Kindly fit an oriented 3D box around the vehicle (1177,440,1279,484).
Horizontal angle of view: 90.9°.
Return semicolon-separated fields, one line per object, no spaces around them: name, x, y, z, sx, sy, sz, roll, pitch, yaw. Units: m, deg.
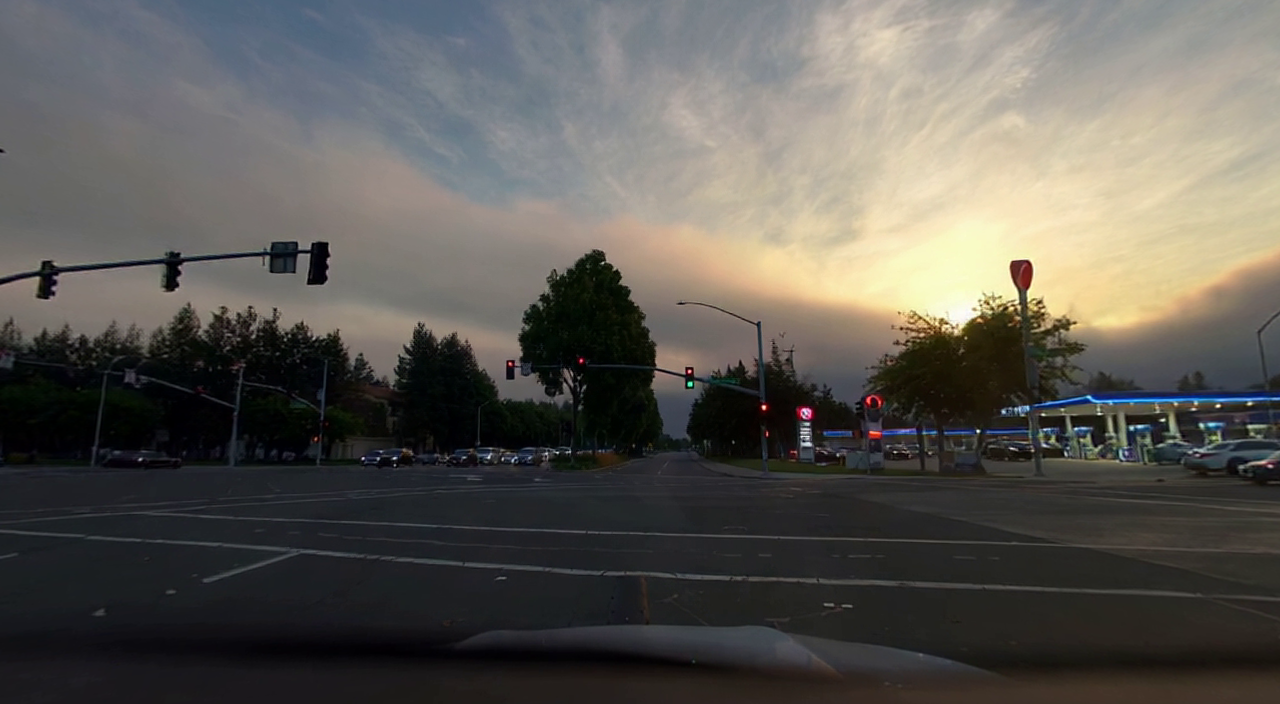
vehicle;22.088;3.782;21.835;4.716;1.455;2.060;-3;-9;17
